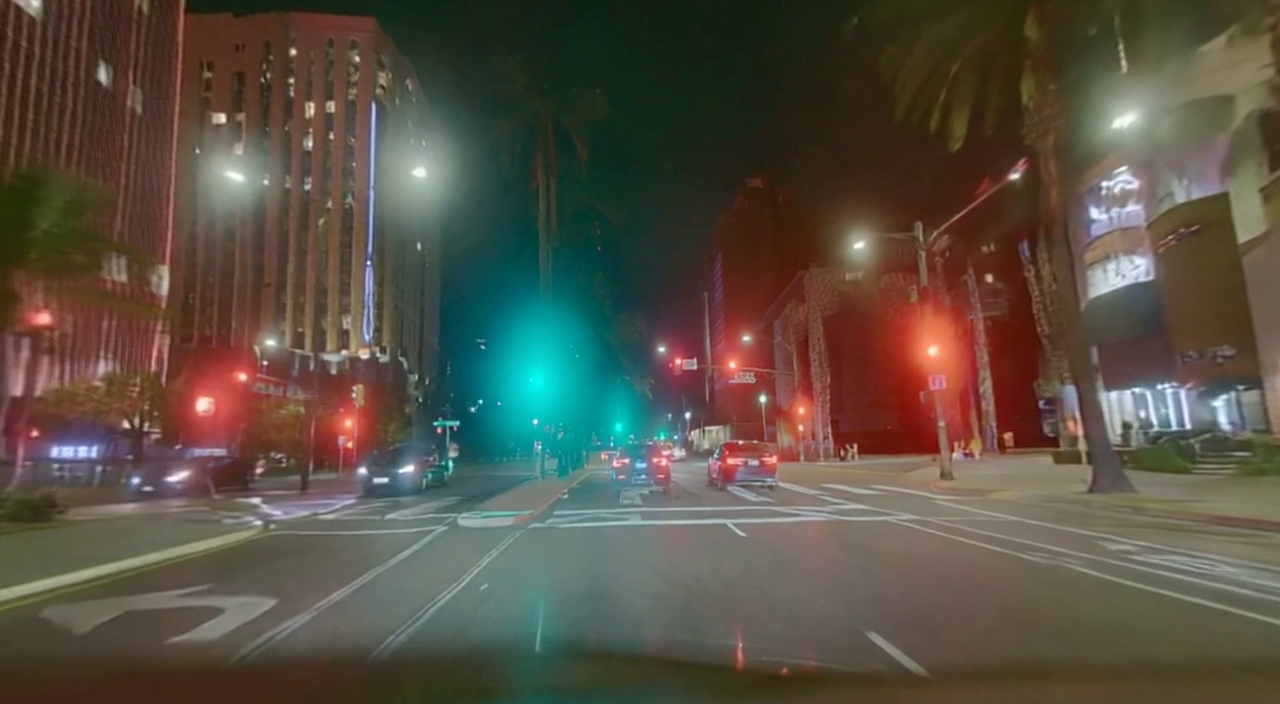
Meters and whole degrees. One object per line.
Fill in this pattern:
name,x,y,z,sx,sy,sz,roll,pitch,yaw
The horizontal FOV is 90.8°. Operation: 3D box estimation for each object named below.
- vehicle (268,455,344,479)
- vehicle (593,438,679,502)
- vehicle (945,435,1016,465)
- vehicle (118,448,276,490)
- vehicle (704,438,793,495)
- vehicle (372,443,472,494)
vehicle,-22.061,7.585,41.912,1.844,1.478,4.618,-2,-9,12
vehicle,-0.111,3.099,16.981,2.048,1.503,3.681,0,-9,-1
vehicle,20.060,5.814,37.477,1.959,1.674,4.706,-1,-9,6
vehicle,-17.144,4.538,24.663,4.641,1.502,1.882,1,-9,-6
vehicle,3.096,3.354,18.744,1.909,1.500,3.524,0,-9,-1
vehicle,-7.427,3.842,21.242,1.977,1.501,4.435,6,-10,-35
